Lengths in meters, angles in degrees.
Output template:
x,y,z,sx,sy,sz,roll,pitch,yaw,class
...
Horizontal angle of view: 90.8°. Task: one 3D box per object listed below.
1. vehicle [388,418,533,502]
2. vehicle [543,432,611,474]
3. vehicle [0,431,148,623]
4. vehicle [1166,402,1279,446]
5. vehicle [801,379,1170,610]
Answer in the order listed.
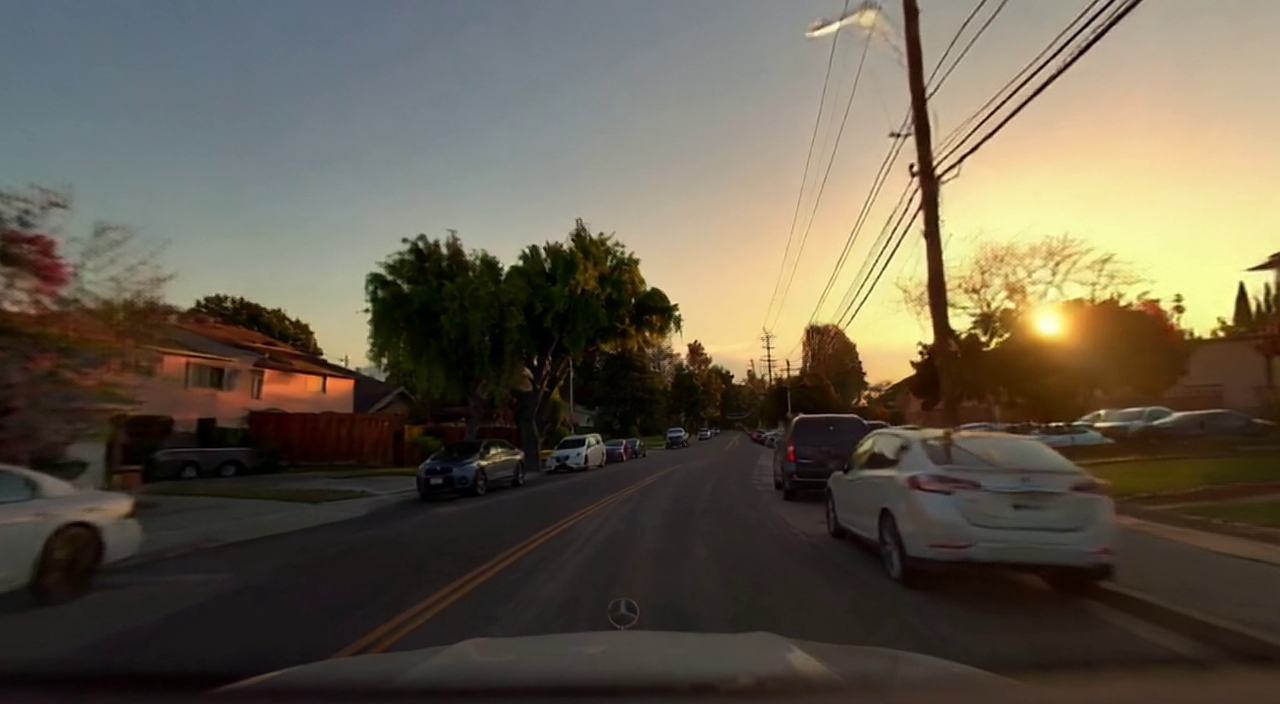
x,y,z,sx,sy,sz,roll,pitch,yaw,class
-5.159,3.274,19.142,2.353,2.037,5.358,-5,-10,6,vehicle
-3.027,5.014,31.542,2.192,1.873,4.985,-3,-8,9,vehicle
-7.089,1.555,5.002,2.184,1.751,5.057,-4,-9,3,vehicle
27.544,3.456,29.625,2.164,1.722,4.621,-1,-11,8,vehicle
3.391,1.489,7.644,2.032,1.810,5.047,-1,-8,6,vehicle
